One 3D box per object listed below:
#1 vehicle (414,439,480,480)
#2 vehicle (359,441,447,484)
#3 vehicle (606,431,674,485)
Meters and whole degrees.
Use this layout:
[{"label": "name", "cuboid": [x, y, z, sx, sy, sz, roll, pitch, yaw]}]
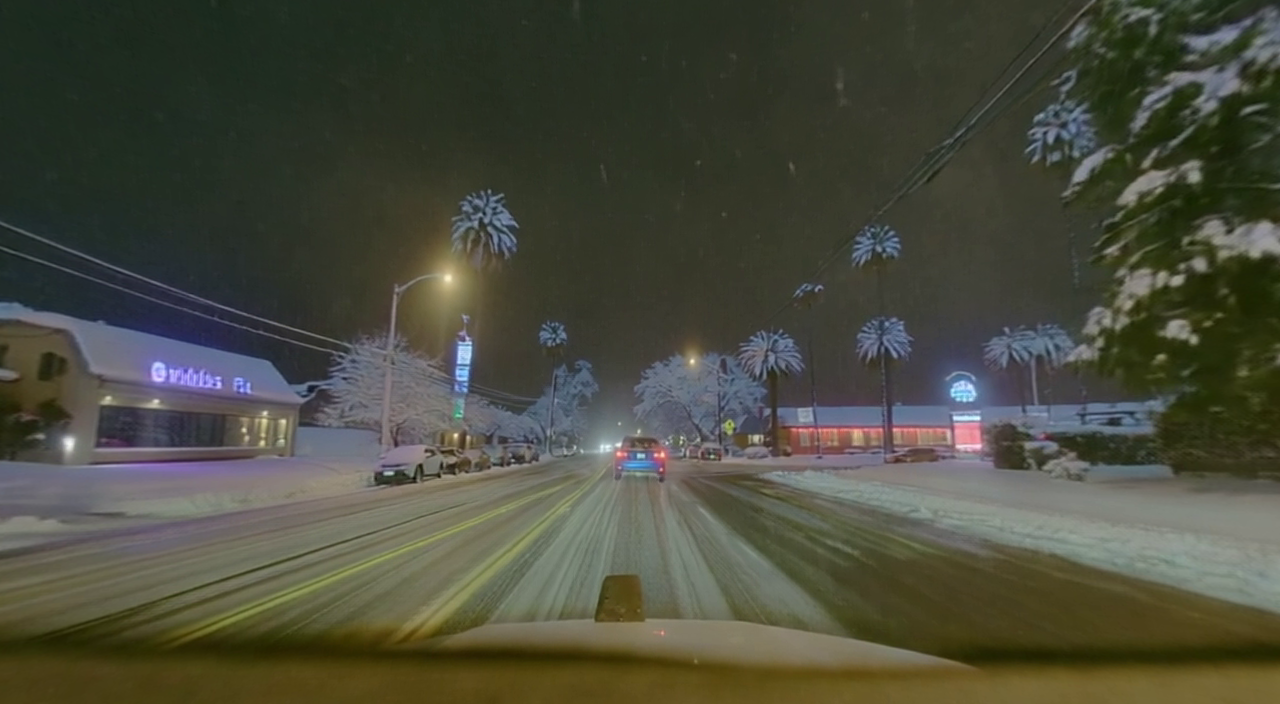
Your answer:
[{"label": "vehicle", "cuboid": [-10.176, 5.663, 33.587, 1.992, 1.744, 4.896, -1, -6, 0]}, {"label": "vehicle", "cuboid": [-10.194, 4.776, 27.536, 2.075, 1.693, 4.696, 0, -8, -1]}, {"label": "vehicle", "cuboid": [-0.041, 3.885, 23.359, 2.264, 1.798, 4.563, 0, -8, -1]}]
